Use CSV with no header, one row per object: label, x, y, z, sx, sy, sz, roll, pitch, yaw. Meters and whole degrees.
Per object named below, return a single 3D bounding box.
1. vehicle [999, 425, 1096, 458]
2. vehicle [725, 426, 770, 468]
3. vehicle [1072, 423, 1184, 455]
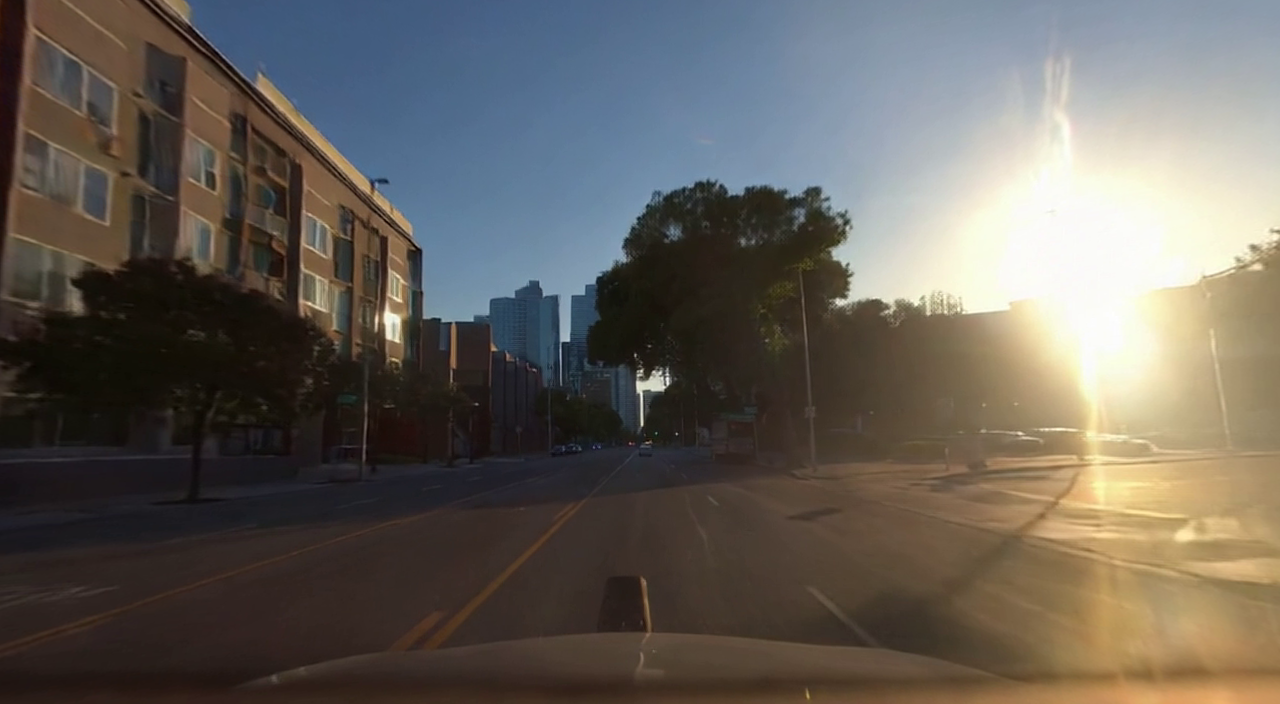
vehicle,24.866,5.496,38.477,2.005,1.861,4.478,4,-9,-27
vehicle,6.674,5.925,39.296,2.021,2.433,3.088,0,-8,-4
vehicle,32.563,5.878,42.070,2.097,1.894,5.338,1,-10,-26
